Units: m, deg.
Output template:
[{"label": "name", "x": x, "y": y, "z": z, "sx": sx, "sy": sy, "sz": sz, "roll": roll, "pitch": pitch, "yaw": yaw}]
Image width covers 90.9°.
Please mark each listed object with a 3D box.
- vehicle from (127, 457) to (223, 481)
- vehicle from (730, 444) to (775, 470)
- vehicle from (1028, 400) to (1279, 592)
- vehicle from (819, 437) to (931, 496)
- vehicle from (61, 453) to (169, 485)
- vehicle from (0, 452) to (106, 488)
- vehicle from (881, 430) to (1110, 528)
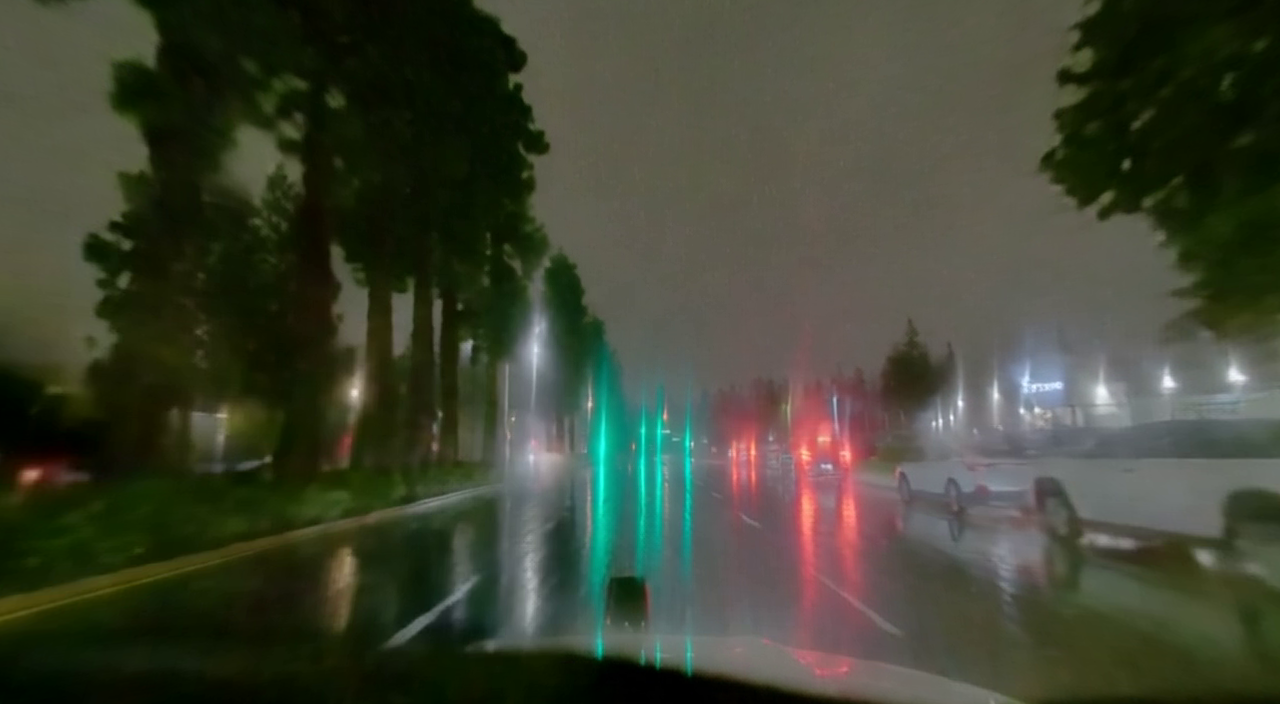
[{"label": "vehicle", "x": -31.452, "y": 7.901, "z": 42.739, "sx": 4.795, "sy": 1.555, "sz": 2.221, "roll": 0, "pitch": -9, "yaw": 2}, {"label": "vehicle", "x": 7.376, "y": 6.910, "z": 41.765, "sx": 2.122, "sy": 1.602, "sz": 4.928, "roll": -1, "pitch": -9, "yaw": 1}, {"label": "vehicle", "x": 6.886, "y": 1.492, "z": 6.984, "sx": 2.084, "sy": 1.736, "sz": 4.754, "roll": 0, "pitch": -9, "yaw": 0}, {"label": "vehicle", "x": 7.141, "y": 3.500, "z": 19.679, "sx": 1.919, "sy": 1.616, "sz": 4.315, "roll": 0, "pitch": -8, "yaw": 1}, {"label": "vehicle", "x": -32.225, "y": 7.178, "z": 38.754, "sx": 4.663, "sy": 1.861, "sz": 2.194, "roll": 0, "pitch": -9, "yaw": 2}, {"label": "vehicle", "x": -32.265, "y": 6.339, "z": 33.895, "sx": 4.963, "sy": 1.714, "sz": 2.311, "roll": -2, "pitch": -9, "yaw": -1}, {"label": "vehicle", "x": 6.945, "y": 2.515, "z": 13.124, "sx": 1.986, "sy": 1.634, "sz": 4.783, "roll": 0, "pitch": -8, "yaw": 0}]
